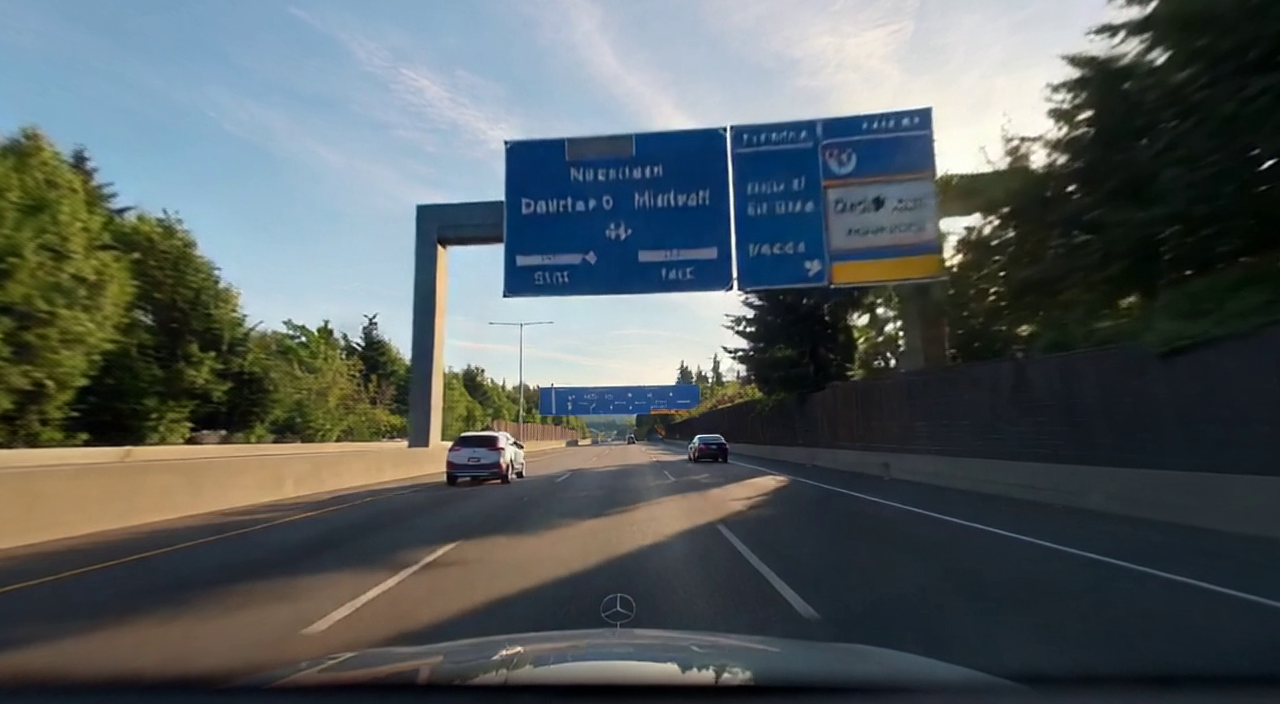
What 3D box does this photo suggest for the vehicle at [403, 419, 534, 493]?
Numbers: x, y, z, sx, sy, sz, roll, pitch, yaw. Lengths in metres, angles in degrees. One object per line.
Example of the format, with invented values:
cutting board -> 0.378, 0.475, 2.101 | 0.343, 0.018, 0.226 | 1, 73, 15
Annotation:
vehicle -> -4.208, 2.611, 16.228 | 2.219, 1.660, 4.153 | 0, -7, -1

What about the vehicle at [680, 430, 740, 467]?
vehicle -> 3.061, 4.314, 28.424 | 2.077, 1.523, 4.539 | 0, -7, -2
